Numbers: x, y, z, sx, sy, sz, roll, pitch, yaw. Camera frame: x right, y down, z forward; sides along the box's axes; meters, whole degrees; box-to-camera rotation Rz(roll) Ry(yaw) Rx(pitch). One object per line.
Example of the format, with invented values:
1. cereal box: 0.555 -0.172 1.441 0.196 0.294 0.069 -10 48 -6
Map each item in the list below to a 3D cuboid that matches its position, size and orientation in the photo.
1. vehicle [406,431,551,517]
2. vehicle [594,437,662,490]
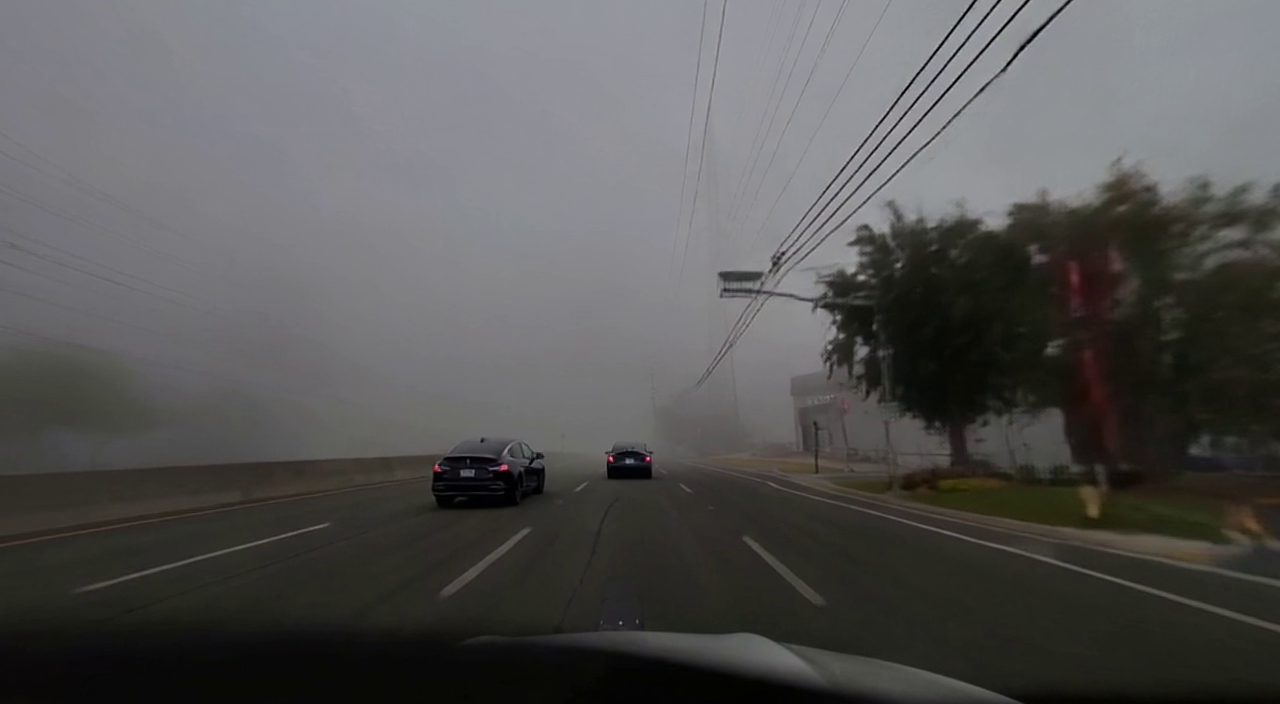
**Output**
1. vehicle: -3.405 2.681 14.470 1.985 1.607 4.892 0 -8 1
2. vehicle: -0.370 3.885 22.373 2.189 1.652 4.135 0 -8 0
